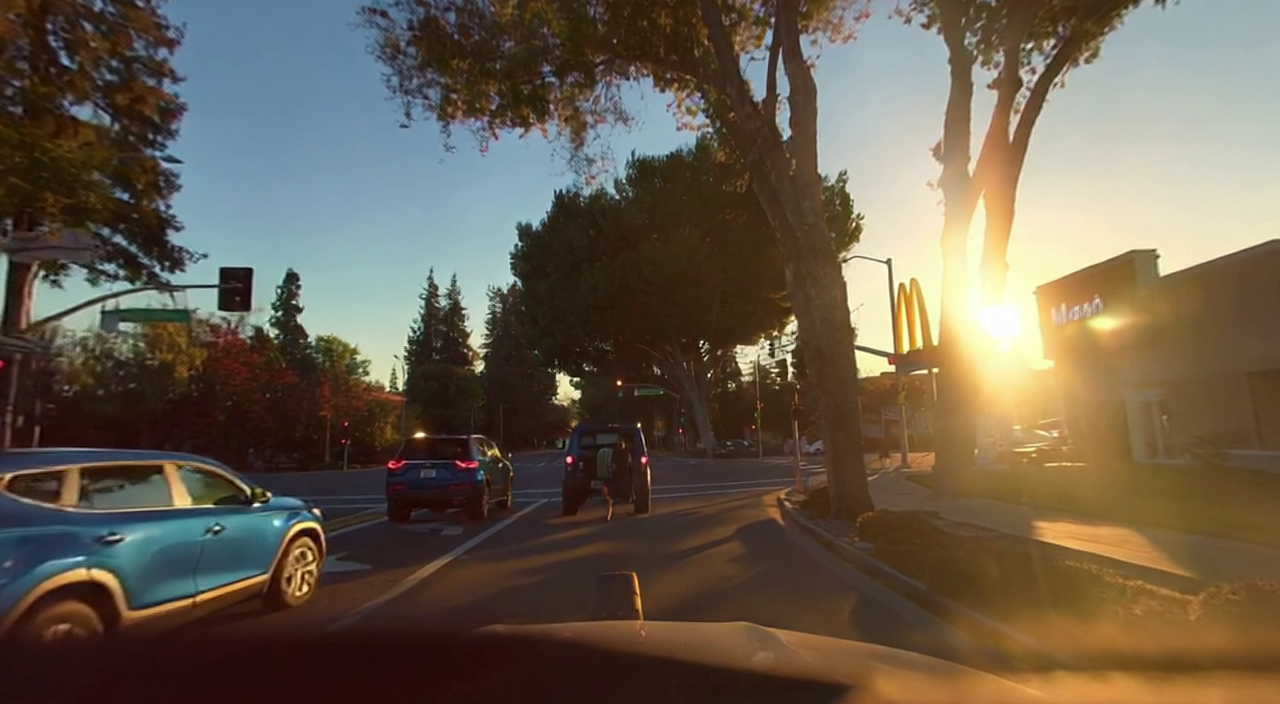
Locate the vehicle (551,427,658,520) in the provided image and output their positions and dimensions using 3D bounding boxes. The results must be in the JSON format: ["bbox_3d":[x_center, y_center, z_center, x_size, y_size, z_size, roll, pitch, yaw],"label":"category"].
[{"bbox_3d":[-0.834,2.891,15.618,2.224,1.923,4.643,0,-9,-2],"label":"vehicle"}]

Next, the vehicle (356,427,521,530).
[{"bbox_3d":[-4.026,2.609,13.601,2.130,1.819,4.497,0,-9,-1],"label":"vehicle"}]

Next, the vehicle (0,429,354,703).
[{"bbox_3d":[-3.930,1.297,4.218,1.941,1.479,4.541,0,-9,-1],"label":"vehicle"}]
